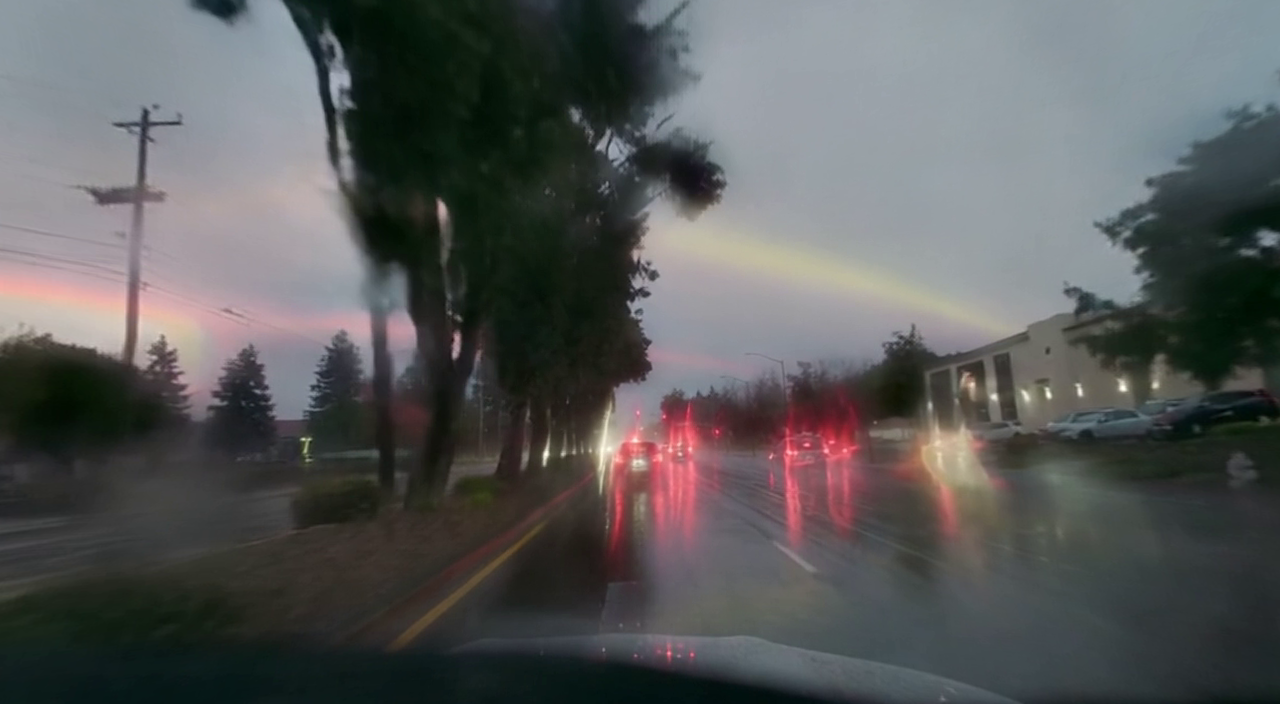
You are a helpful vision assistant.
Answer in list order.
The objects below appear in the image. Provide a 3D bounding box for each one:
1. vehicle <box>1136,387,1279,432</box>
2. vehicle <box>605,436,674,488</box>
[{"bbox_3d":[22.459,2.248,24.508,4.738,1.593,2.123,0,-8,-4],"label":"vehicle"},{"bbox_3d":[-0.065,3.824,22.261,2.181,1.639,4.127,0,-9,-1],"label":"vehicle"}]
